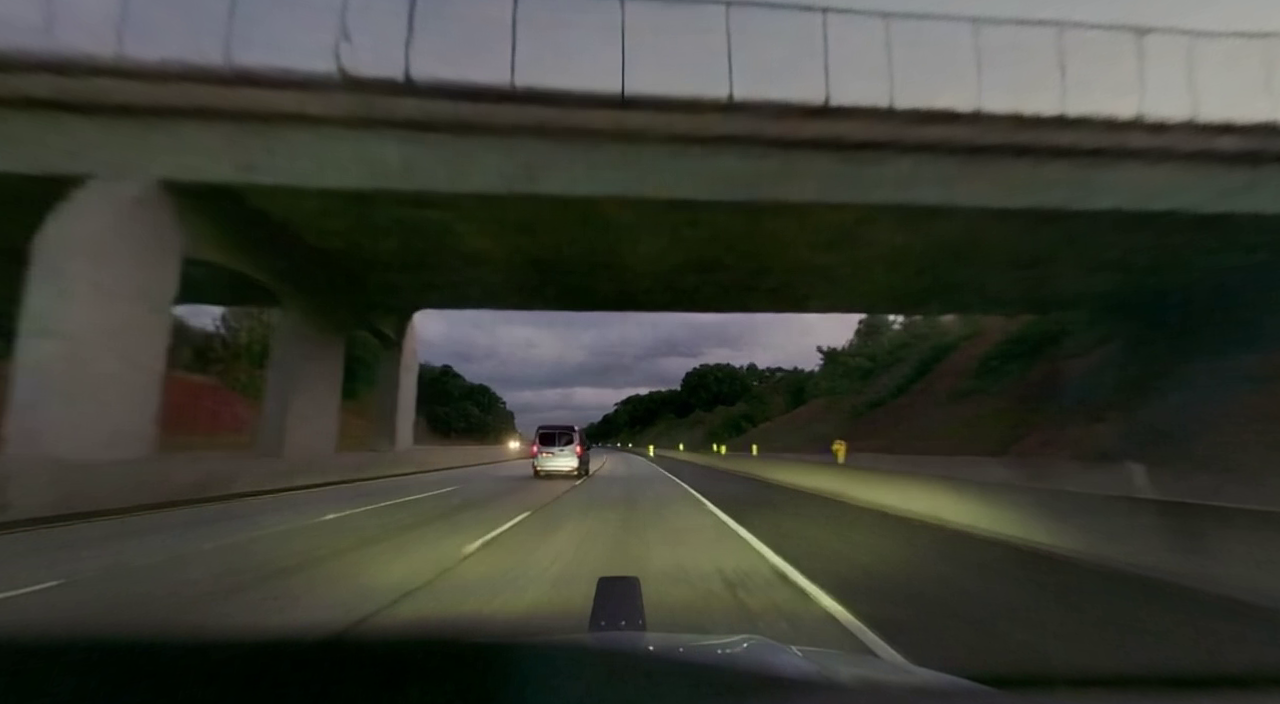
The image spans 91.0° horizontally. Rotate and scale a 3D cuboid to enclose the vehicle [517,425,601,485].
[{"bbox_3d":[-2.767,3.698,22.861,2.372,1.891,5.061,0,-8,0],"label":"vehicle"}]
